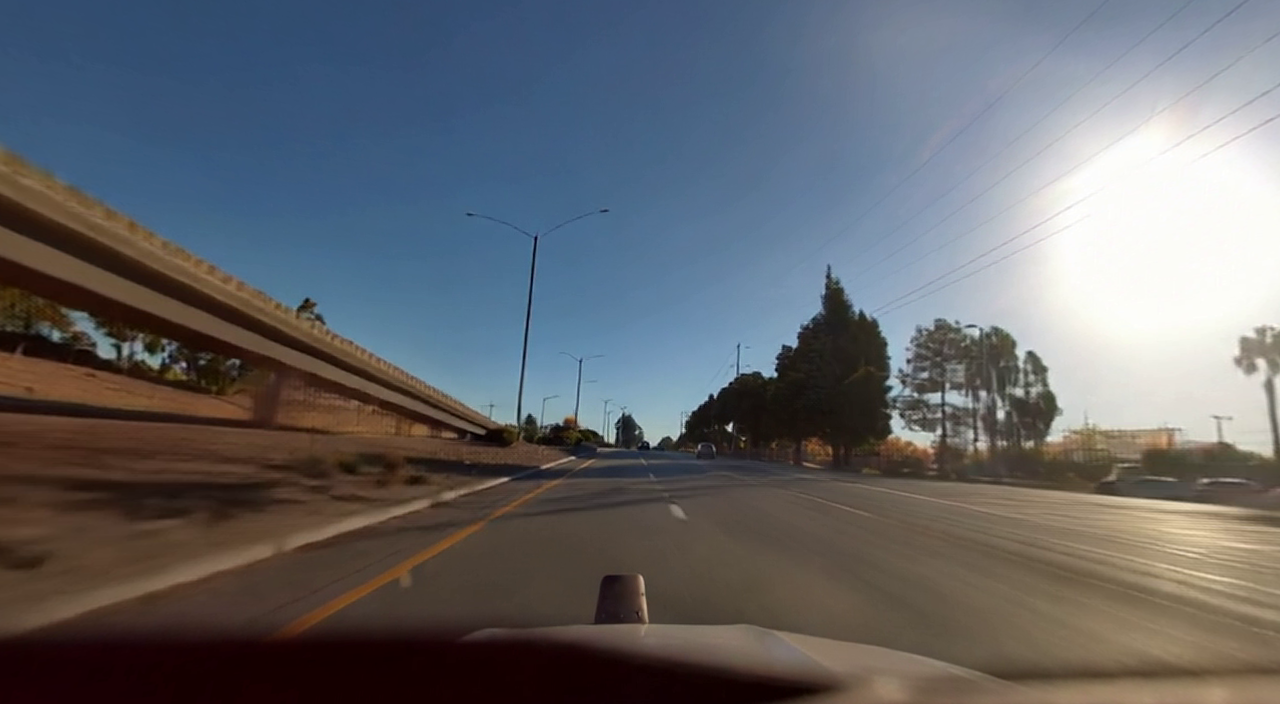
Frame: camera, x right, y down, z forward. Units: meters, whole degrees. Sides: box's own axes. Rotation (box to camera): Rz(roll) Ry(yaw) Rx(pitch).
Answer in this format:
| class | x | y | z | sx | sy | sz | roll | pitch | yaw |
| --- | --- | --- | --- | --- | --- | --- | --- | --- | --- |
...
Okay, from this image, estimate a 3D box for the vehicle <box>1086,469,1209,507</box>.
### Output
| class | x | y | z | sx | sy | sz | roll | pitch | yaw |
| --- | --- | --- | --- | --- | --- | --- | --- | --- | --- |
| vehicle | 22.638 | 6.091 | 28.435 | 1.789 | 1.539 | 4.303 | 1 | -12 | -3 |
